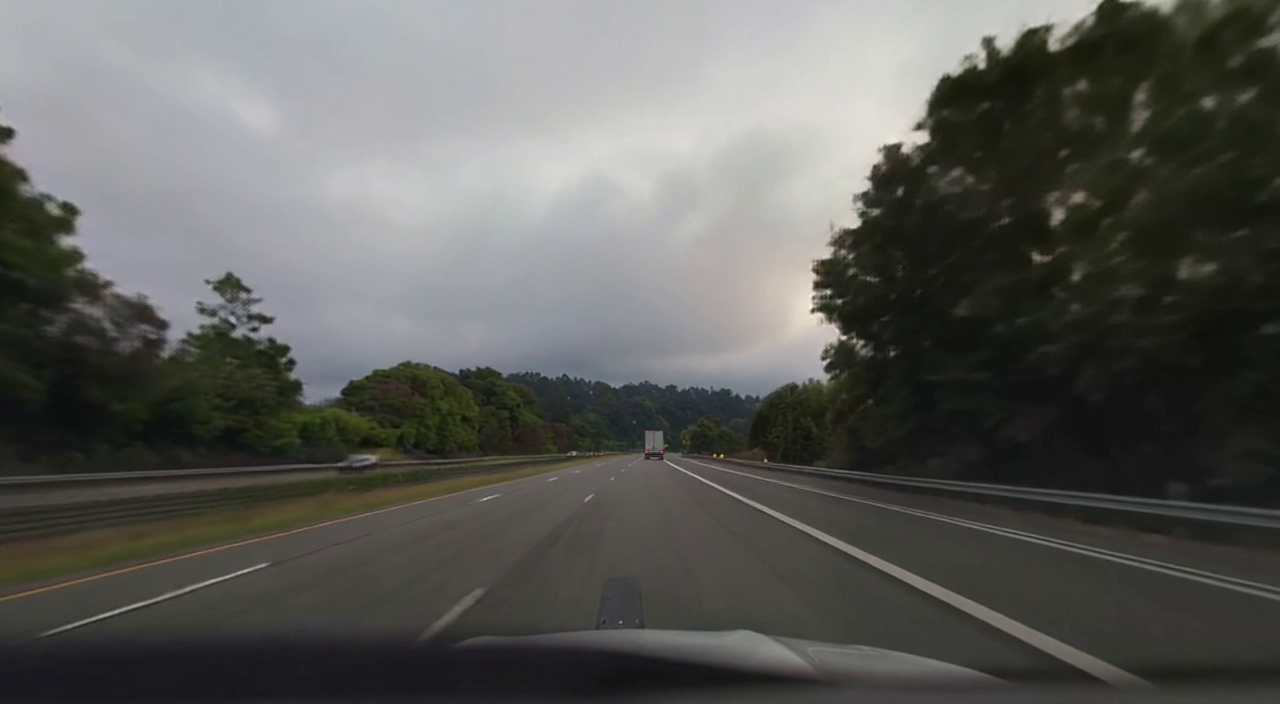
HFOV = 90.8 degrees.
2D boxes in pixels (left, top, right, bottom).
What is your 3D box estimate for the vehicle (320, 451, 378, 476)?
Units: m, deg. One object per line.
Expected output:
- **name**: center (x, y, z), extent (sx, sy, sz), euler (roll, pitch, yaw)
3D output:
- **vehicle**: center (-20.512, 7.854, 44.667), extent (1.947, 1.684, 4.405), euler (0, -9, 1)
